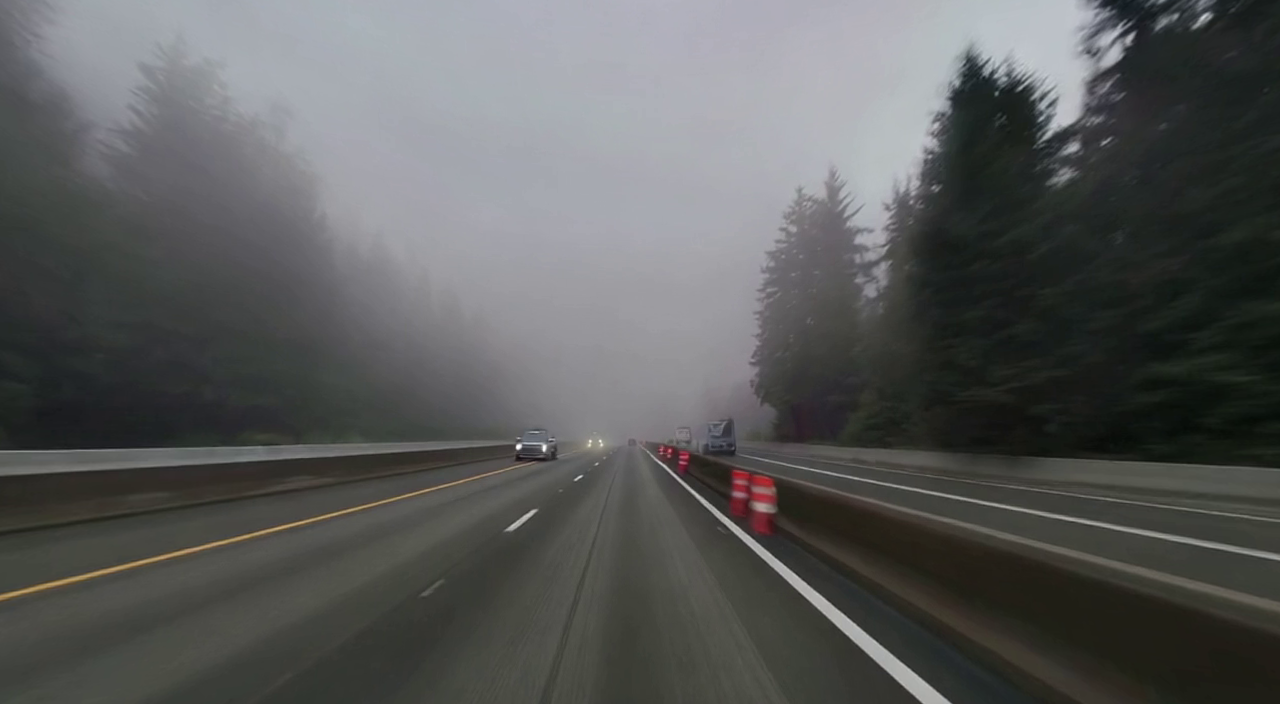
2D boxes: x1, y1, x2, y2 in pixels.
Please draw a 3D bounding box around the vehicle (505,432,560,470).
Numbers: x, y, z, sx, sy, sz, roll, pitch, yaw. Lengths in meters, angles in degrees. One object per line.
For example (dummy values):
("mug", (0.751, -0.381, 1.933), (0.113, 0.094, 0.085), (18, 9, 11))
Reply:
("vehicle", (-5.295, 4.942, 31.618), (2.067, 1.721, 4.529), (0, -8, -1))
